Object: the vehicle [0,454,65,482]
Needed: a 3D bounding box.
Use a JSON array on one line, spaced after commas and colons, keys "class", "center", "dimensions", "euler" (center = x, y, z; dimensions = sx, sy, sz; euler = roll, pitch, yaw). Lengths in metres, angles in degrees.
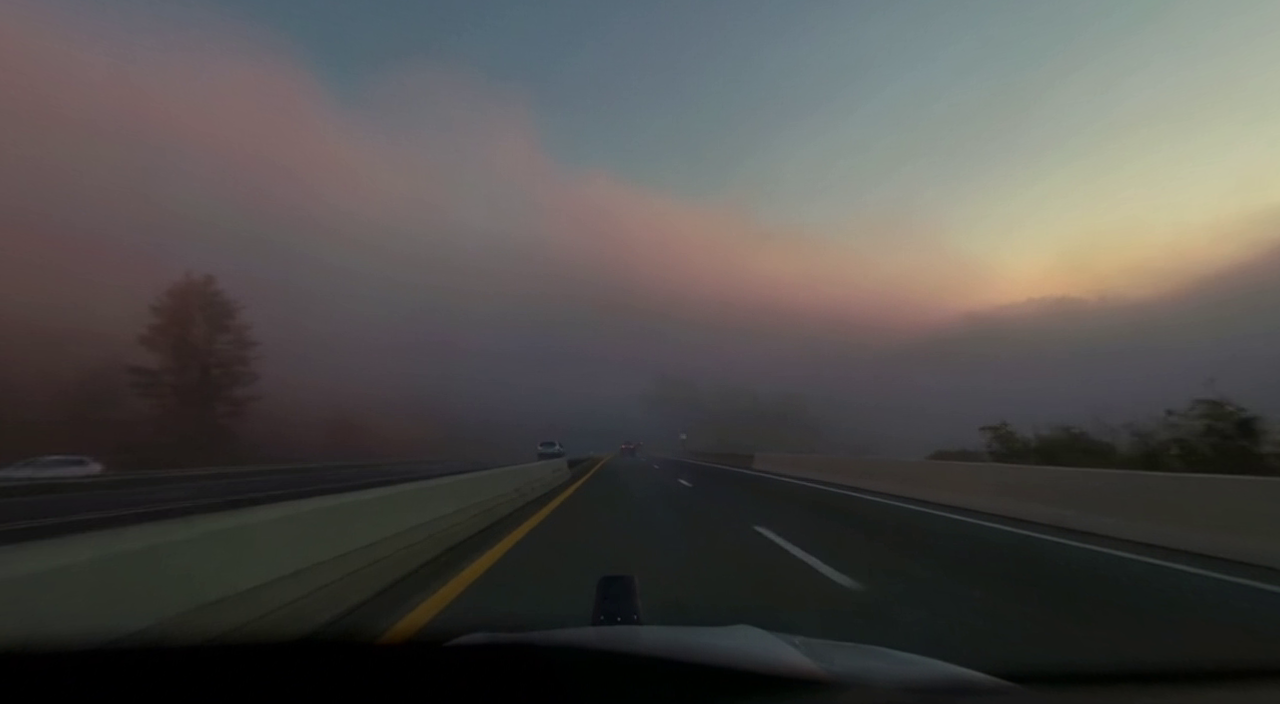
[{"class": "vehicle", "center": [-36.802, 6.768, 36.720], "dimensions": [2.011, 1.509, 4.568], "euler": [0, -9, 1]}]
